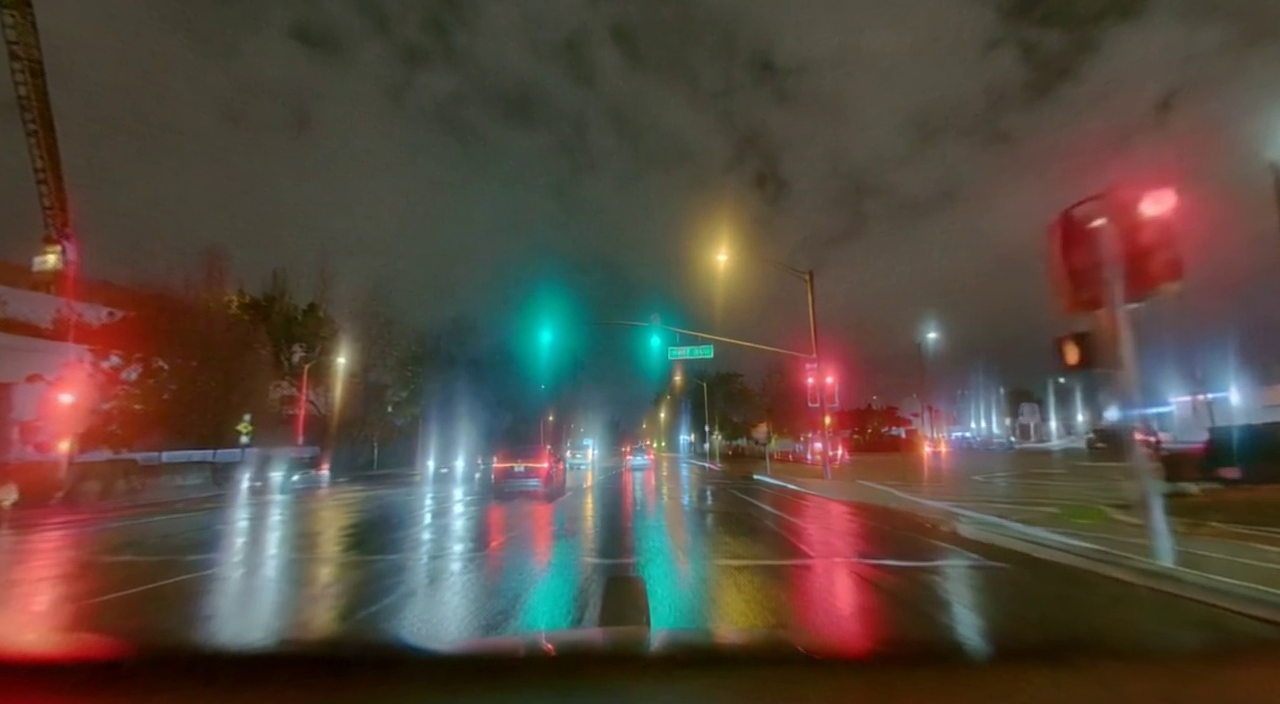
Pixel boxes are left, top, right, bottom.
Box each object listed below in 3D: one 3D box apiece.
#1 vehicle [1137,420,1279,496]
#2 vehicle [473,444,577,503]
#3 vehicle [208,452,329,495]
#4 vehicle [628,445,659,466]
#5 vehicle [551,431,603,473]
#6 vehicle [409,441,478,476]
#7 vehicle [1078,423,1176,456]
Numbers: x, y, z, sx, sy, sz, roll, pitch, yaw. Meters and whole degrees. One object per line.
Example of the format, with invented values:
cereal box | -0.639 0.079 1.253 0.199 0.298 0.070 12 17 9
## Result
vehicle | 12.103 2.126 12.875 3.244 1.374 1.508 3 -9 -22
vehicle | -3.015 3.283 17.566 1.959 1.406 4.527 0 -9 1
vehicle | -14.709 4.793 25.349 1.935 1.481 4.702 -1 -9 1
vehicle | 0.256 7.482 45.876 2.171 1.422 4.146 0 -9 0
vehicle | -3.276 5.334 33.621 2.240 2.054 4.662 0 -9 1
vehicle | -11.369 6.182 36.946 2.291 1.890 4.998 -1 -9 1
vehicle | 27.983 5.058 36.387 4.014 1.681 1.834 -2 -10 22
